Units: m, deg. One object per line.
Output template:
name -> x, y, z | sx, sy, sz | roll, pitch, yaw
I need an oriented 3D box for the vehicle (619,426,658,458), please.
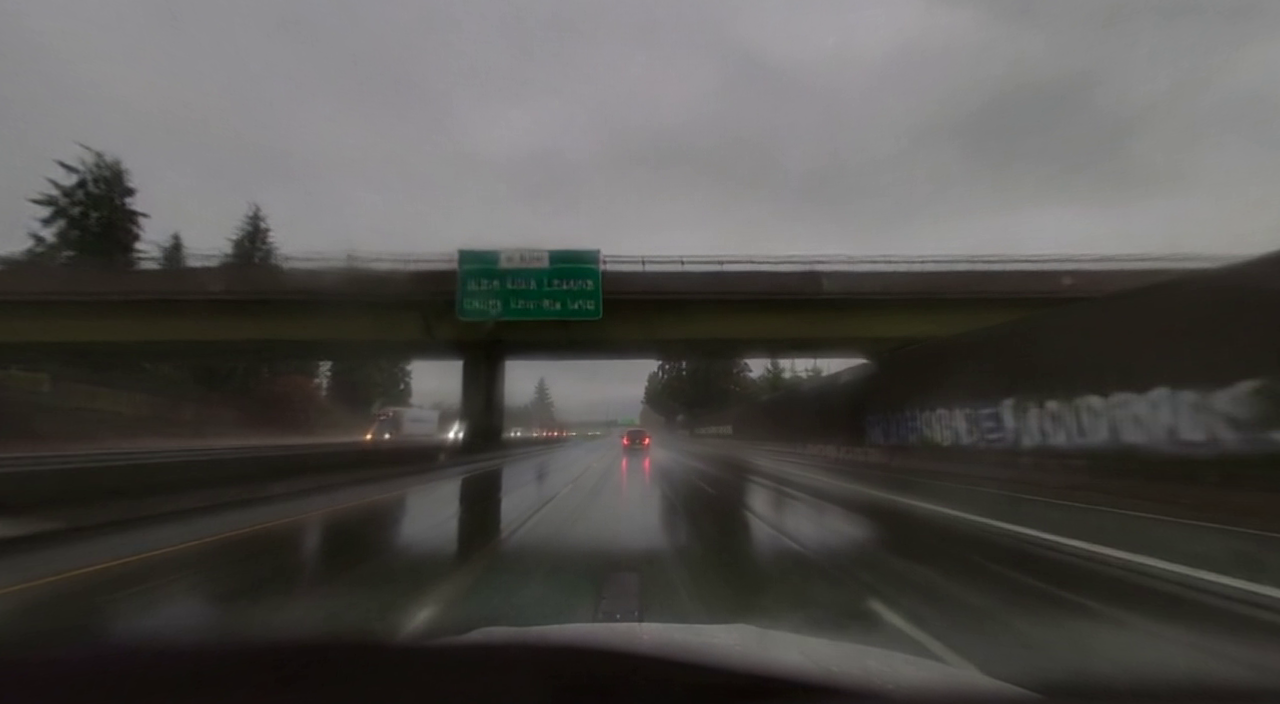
vehicle -> -0.138, 5.630, 39.589 | 2.277, 1.913, 4.510 | 0, -8, -1
